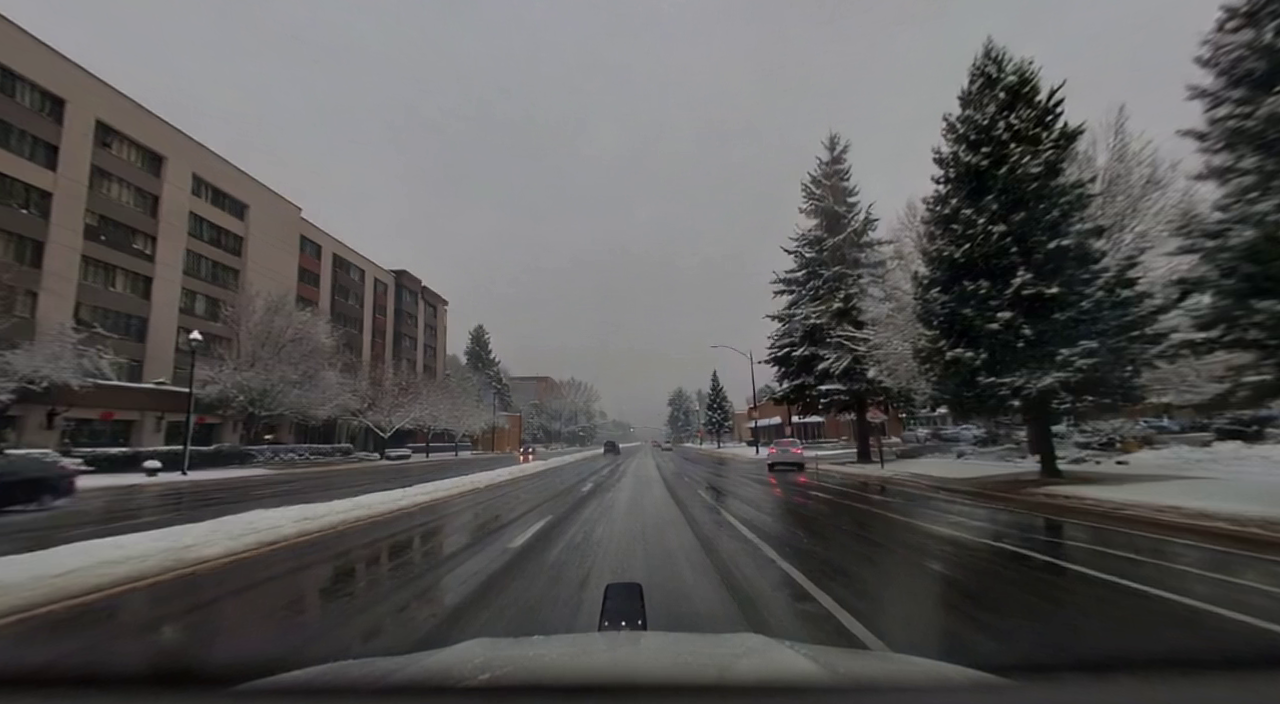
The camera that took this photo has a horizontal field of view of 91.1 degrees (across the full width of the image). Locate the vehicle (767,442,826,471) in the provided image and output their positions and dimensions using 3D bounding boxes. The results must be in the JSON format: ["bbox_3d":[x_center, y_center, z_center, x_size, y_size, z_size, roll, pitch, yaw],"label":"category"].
[{"bbox_3d":[10.129,6.675,40.445,2.129,1.696,5.061,-5,-10,32],"label":"vehicle"}]
